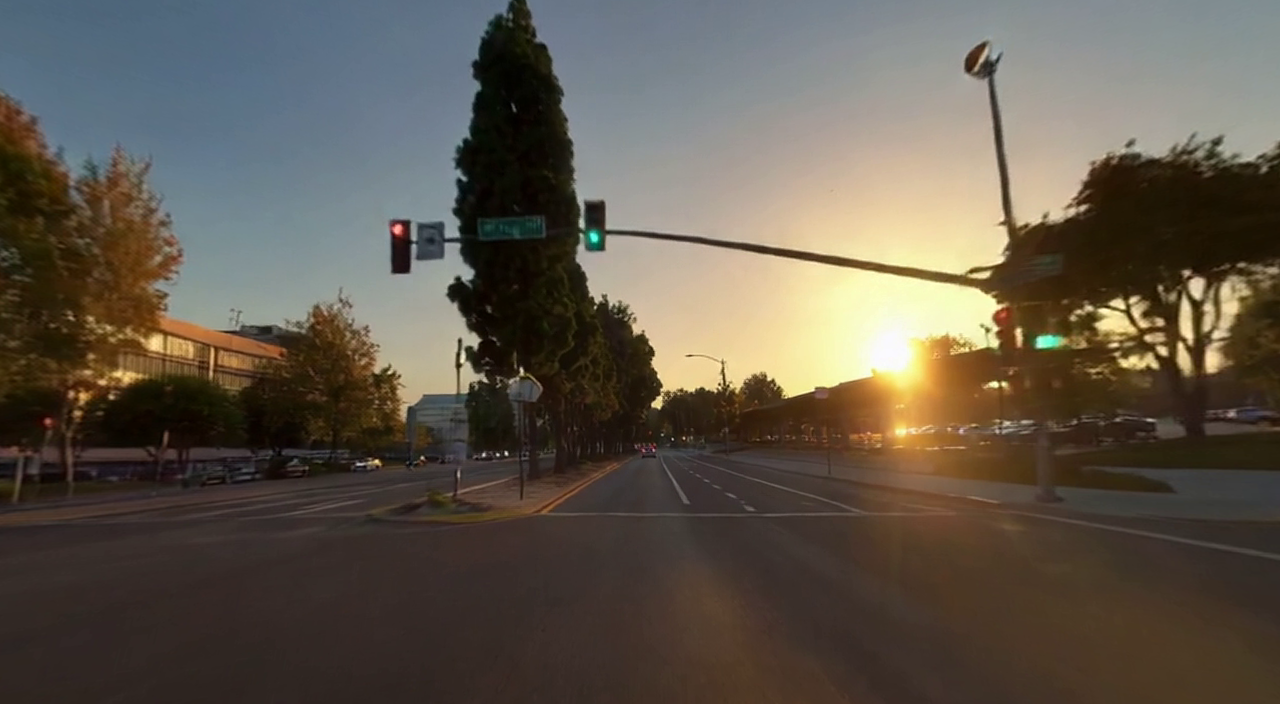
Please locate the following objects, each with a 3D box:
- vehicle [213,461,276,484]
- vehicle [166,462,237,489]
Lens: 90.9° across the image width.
[{"bbox_3d":[-29.564,9.006,47.225,1.815,1.531,4.544,0,-8,-1],"label":"vehicle"},{"bbox_3d":[-29.538,8.311,42.631,1.807,1.534,4.156,0,-8,0],"label":"vehicle"}]
